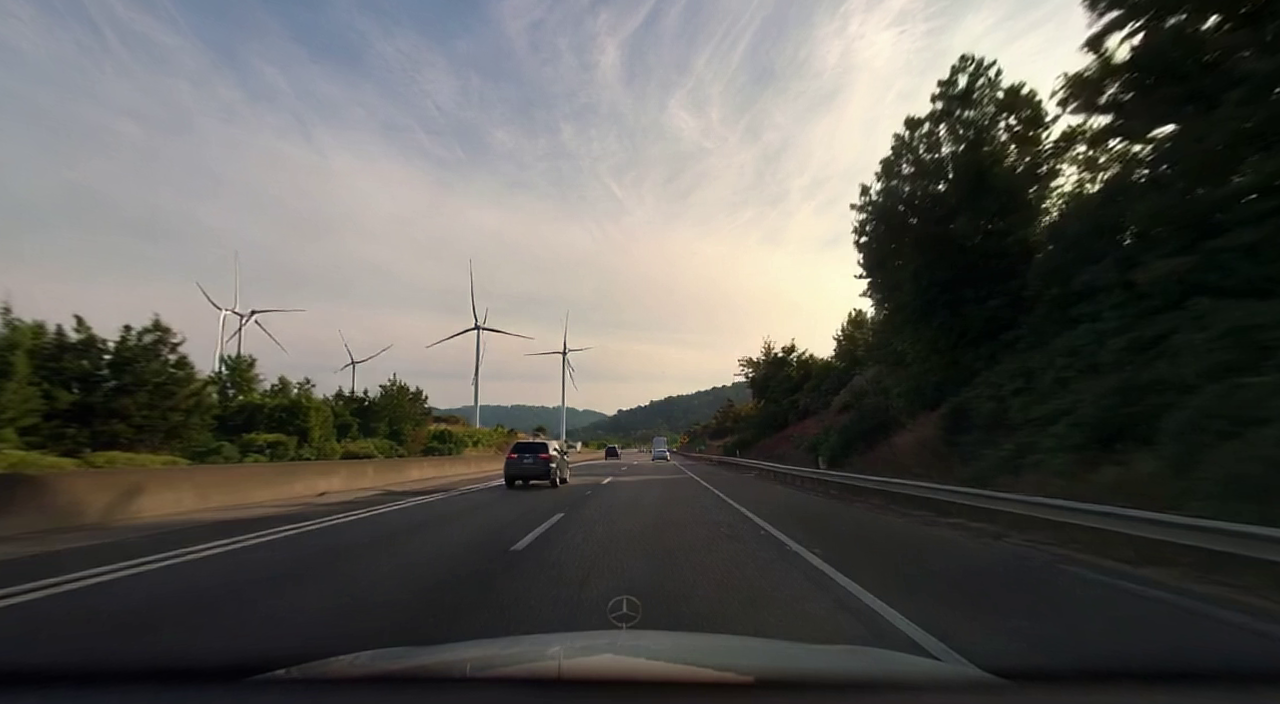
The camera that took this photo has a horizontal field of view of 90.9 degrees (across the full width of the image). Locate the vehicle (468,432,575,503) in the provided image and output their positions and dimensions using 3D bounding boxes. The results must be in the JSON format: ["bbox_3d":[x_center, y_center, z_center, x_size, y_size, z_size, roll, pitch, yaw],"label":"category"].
[{"bbox_3d":[-3.114,3.160,17.531,2.038,1.723,4.150,-1,-9,2],"label":"vehicle"}]
